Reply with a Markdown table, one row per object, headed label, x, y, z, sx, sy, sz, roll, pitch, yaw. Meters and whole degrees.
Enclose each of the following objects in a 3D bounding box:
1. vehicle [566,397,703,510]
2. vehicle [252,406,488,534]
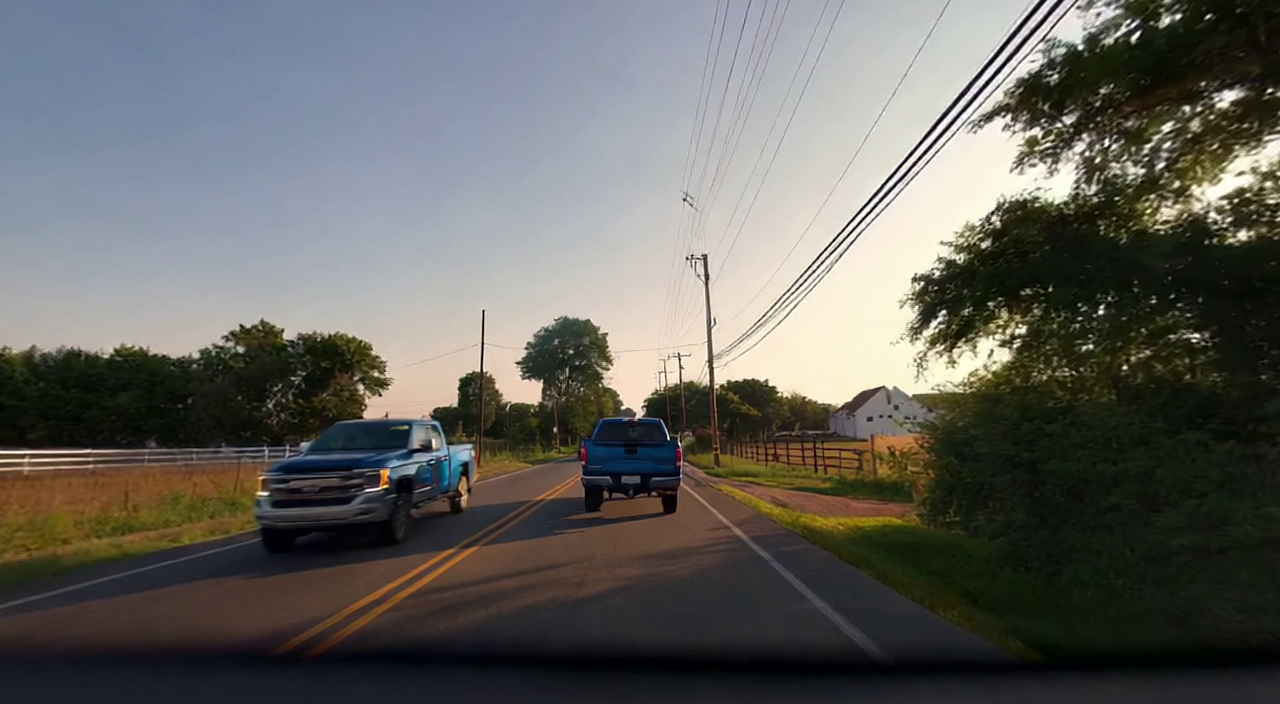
| label | x | y | z | sx | sy | sz | roll | pitch | yaw |
| --- | --- | --- | --- | --- | --- | --- | --- | --- | --- |
| vehicle | -0.174 | 2.439 | 15.479 | 2.693 | 2.223 | 5.885 | 0 | -8 | -1 |
| vehicle | -4.650 | 2.132 | 11.977 | 2.346 | 1.907 | 4.757 | 0 | -8 | 0 |
